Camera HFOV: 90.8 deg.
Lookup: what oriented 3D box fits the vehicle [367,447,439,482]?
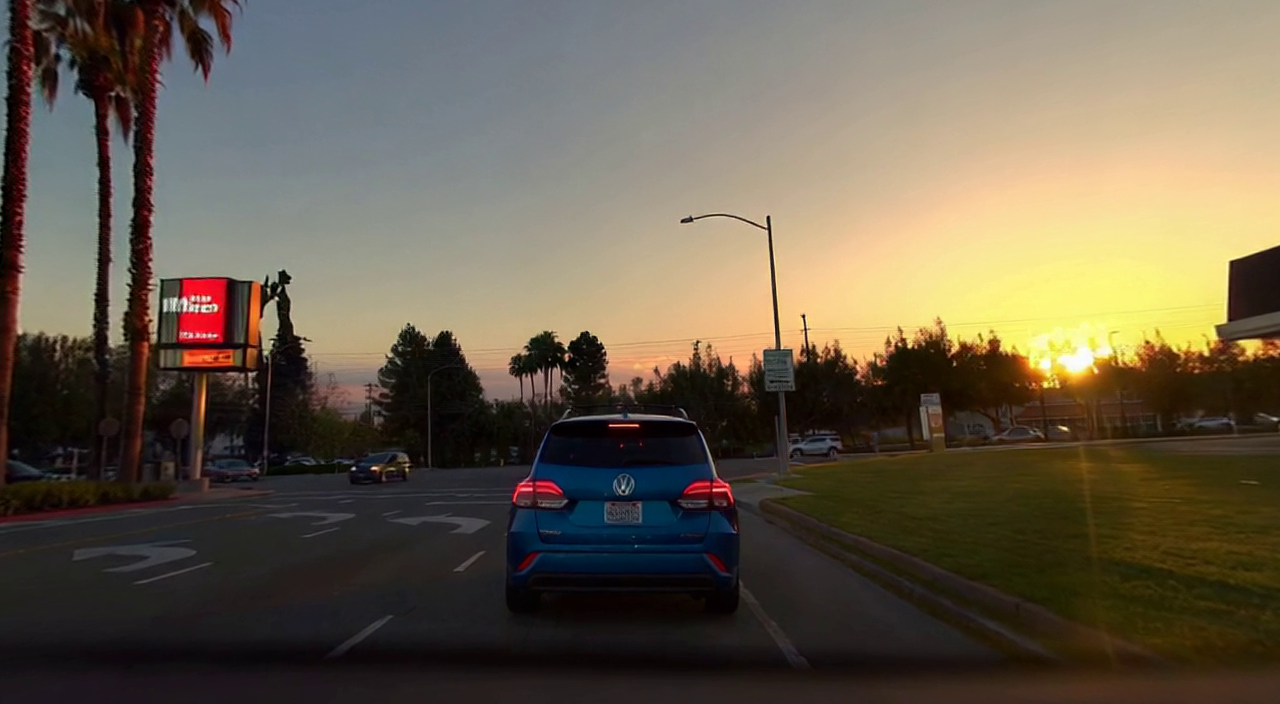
[{"bbox_3d":[-12.506,5.915,33.611,1.965,1.718,4.466,0,-9,2],"label":"vehicle"}]

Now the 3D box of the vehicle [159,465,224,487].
[{"bbox_3d":[-33.307,9.223,47.019,1.792,1.439,3.952,-1,-9,3],"label":"vehicle"}]

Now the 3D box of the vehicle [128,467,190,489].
[{"bbox_3d":[-35.619,9.322,46.889,1.641,1.375,3.640,0,-9,1],"label":"vehicle"}]

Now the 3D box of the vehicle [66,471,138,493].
[{"bbox_3d":[-39.930,9.623,47.021,1.602,1.400,4.220,0,-9,0],"label":"vehicle"}]

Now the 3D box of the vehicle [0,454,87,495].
[{"bbox_3d":[-28.098,5.432,28.216,4.584,1.714,2.186,4,-10,-27],"label":"vehicle"}]

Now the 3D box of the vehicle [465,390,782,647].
[{"bbox_3d":[-0.136,1.418,6.324,2.137,1.728,3.926,0,-9,-1],"label":"vehicle"}]
